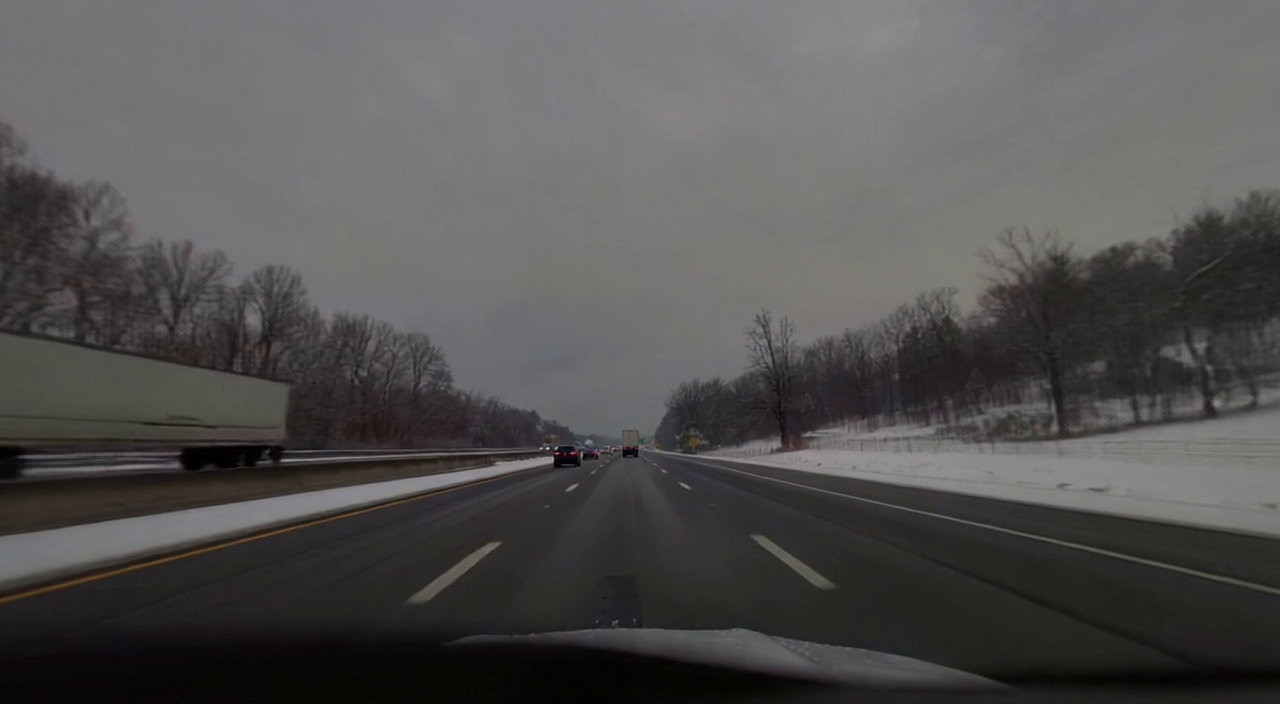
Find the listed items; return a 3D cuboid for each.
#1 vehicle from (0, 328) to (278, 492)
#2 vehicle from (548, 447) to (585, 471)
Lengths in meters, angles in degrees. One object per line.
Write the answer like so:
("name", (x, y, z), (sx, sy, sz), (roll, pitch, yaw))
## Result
("vehicle", (-17.639, 2.293, 20.929), (2.917, 4.076, 14.027), (0, -9, -1))
("vehicle", (-4.714, 6.911, 40.647), (1.963, 1.475, 3.665), (0, -9, -1))
